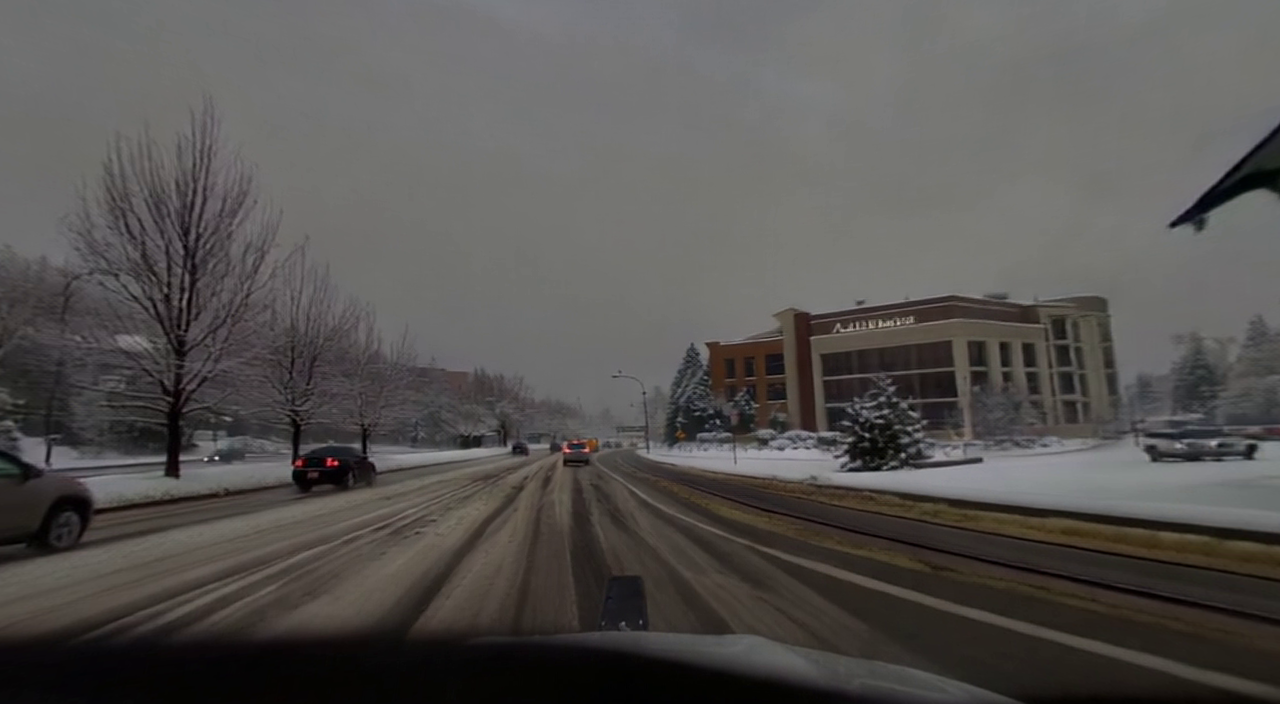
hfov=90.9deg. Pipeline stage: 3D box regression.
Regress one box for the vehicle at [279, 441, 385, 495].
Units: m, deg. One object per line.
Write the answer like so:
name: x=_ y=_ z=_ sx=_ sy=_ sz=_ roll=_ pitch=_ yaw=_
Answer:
vehicle: x=-11.366 y=4.263 z=23.695 sx=2.097 sy=1.782 sz=4.682 roll=1 pitch=-8 yaw=-7

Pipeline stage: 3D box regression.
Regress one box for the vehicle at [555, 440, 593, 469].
vehicle: x=-4.344 y=6.702 z=41.466 sx=2.345 sy=1.803 sz=4.261 roll=1 pitch=-8 yaw=-6

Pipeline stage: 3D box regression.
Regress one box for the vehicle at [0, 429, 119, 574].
vehicle: x=-8.757 y=1.732 z=7.047 sx=2.181 sy=1.728 sz=4.515 roll=0 pitch=-8 yaw=-4

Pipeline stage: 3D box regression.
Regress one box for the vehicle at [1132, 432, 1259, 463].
vehicle: x=28.344 y=4.893 z=32.411 sx=1.896 sy=1.459 sz=4.611 roll=1 pitch=-8 yaw=-10
